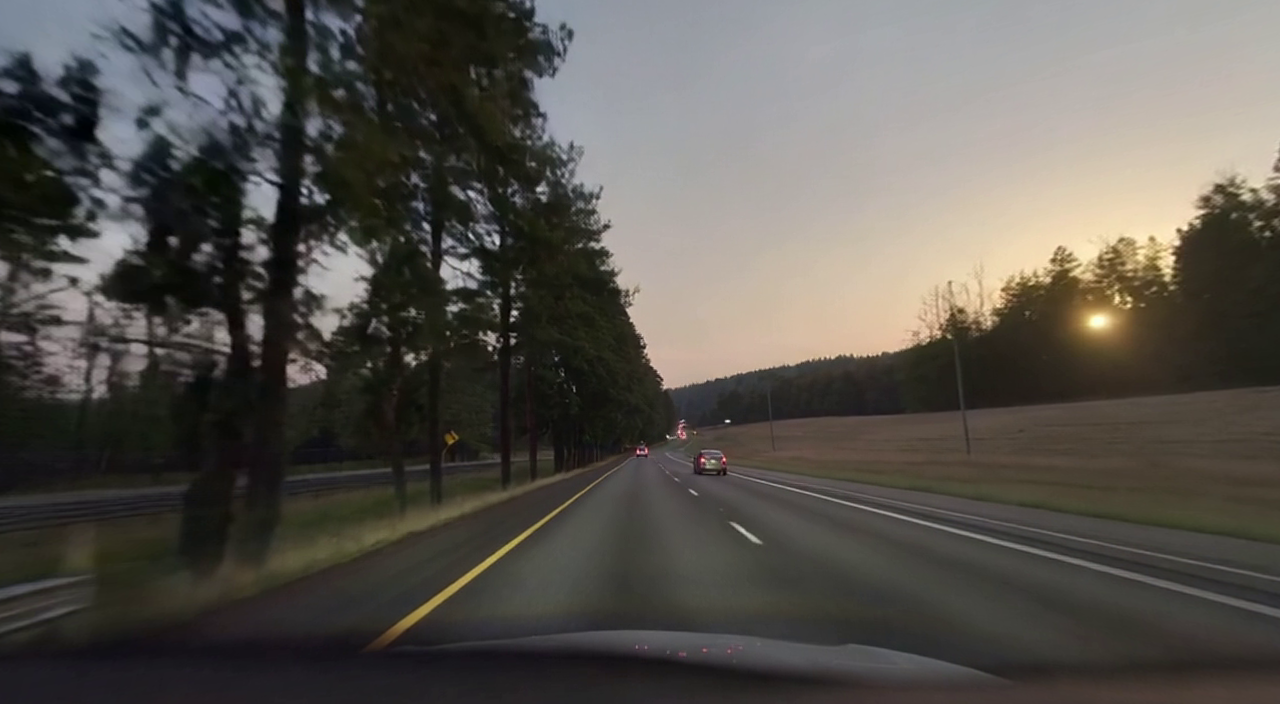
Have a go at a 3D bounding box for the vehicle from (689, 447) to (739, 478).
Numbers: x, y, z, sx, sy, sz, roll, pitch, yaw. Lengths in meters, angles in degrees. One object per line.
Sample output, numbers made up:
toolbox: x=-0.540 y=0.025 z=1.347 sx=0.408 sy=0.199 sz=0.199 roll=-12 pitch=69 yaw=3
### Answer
vehicle: x=3.918 y=5.943 z=34.034 sx=2.115 sy=1.522 sz=4.330 roll=0 pitch=-9 yaw=-1
